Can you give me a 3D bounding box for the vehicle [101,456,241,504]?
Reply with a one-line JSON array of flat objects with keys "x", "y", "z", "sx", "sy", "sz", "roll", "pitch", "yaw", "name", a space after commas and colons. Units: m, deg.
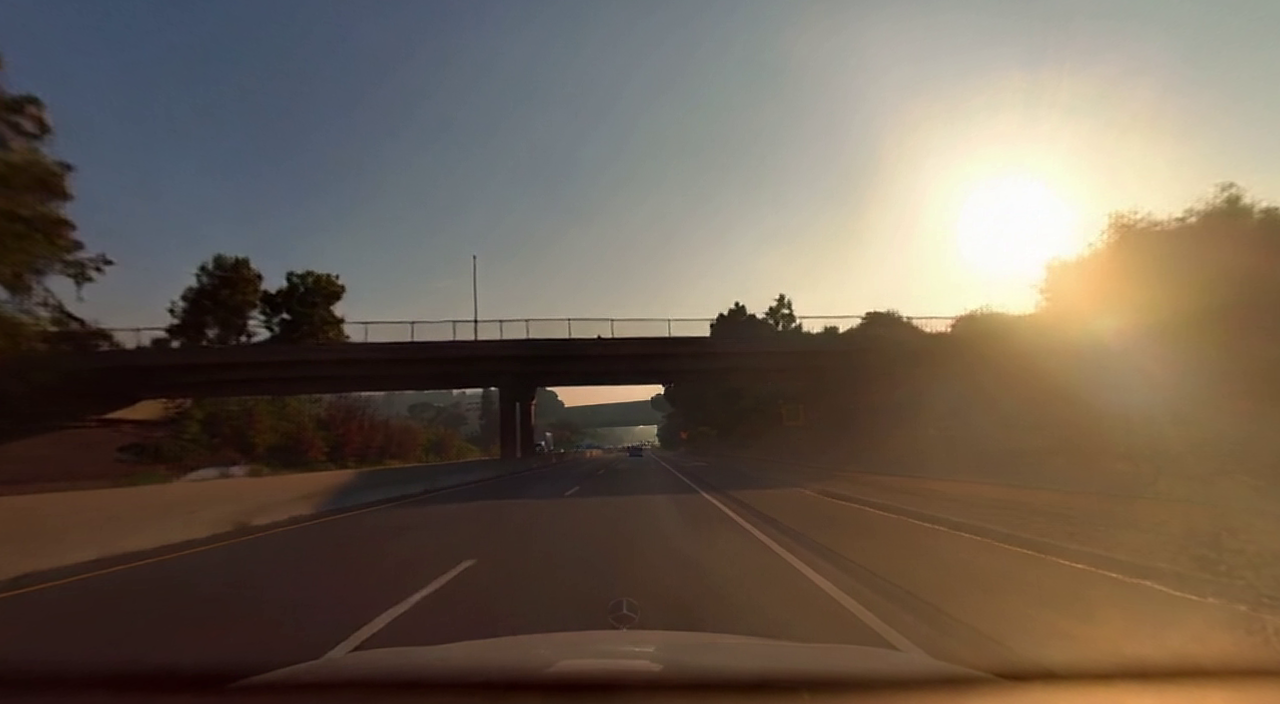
[{"x": -16.793, "y": 4.571, "z": 22.899, "sx": 1.833, "sy": 1.476, "sz": 4.198, "roll": 0, "pitch": -9, "yaw": 0, "name": "vehicle"}]
